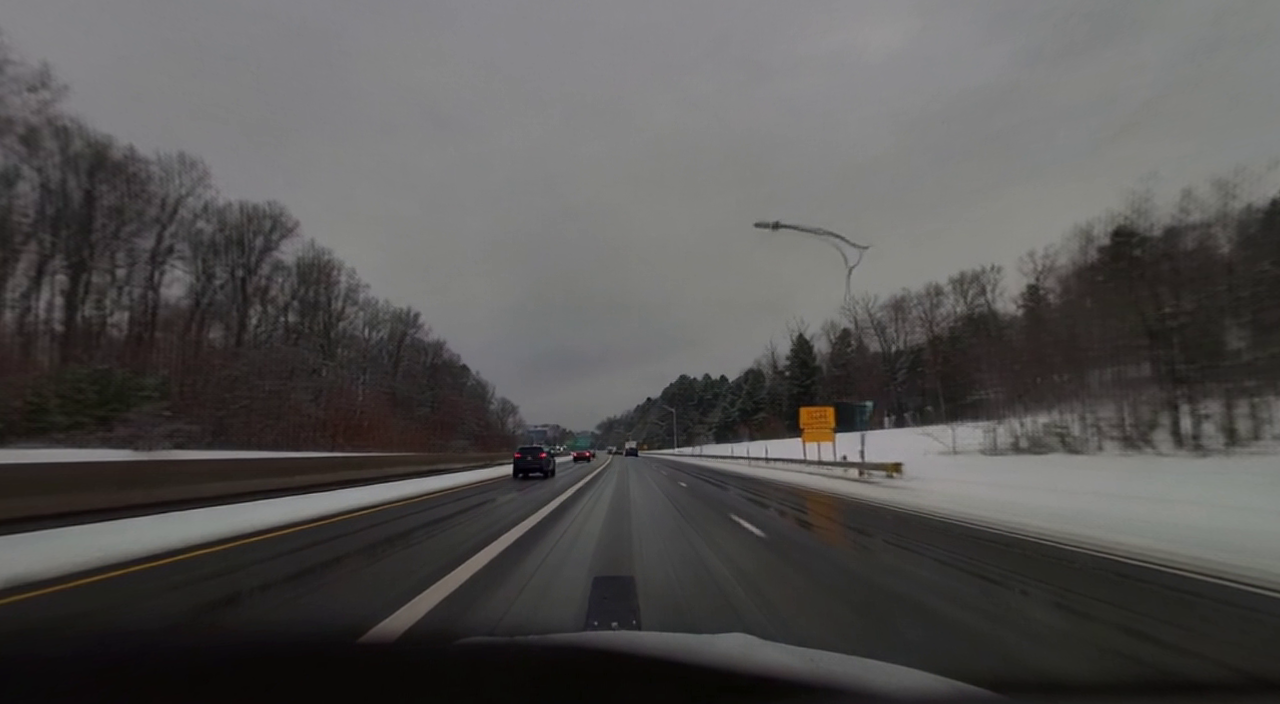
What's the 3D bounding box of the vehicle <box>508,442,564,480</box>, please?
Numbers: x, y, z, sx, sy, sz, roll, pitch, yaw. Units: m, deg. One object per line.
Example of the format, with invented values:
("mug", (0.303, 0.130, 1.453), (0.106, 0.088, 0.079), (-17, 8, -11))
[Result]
("vehicle", (-5.103, 5.409, 31.378), (2.151, 1.693, 4.201), (0, -9, -1))
